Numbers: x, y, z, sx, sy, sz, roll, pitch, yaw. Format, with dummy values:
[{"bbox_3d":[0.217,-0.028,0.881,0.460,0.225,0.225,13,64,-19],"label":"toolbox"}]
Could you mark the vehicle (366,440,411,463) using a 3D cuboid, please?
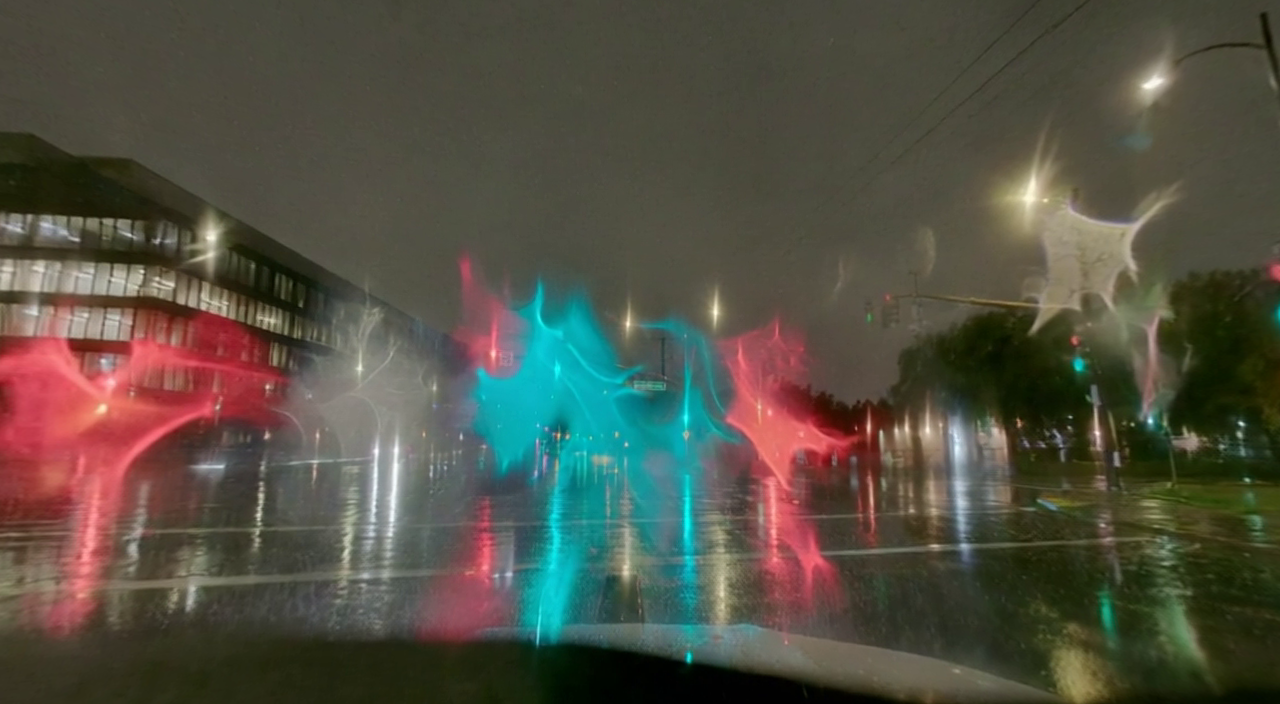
[{"bbox_3d":[-17.133,6.808,43.201,1.969,1.464,4.485,1,-9,-10],"label":"vehicle"}]
